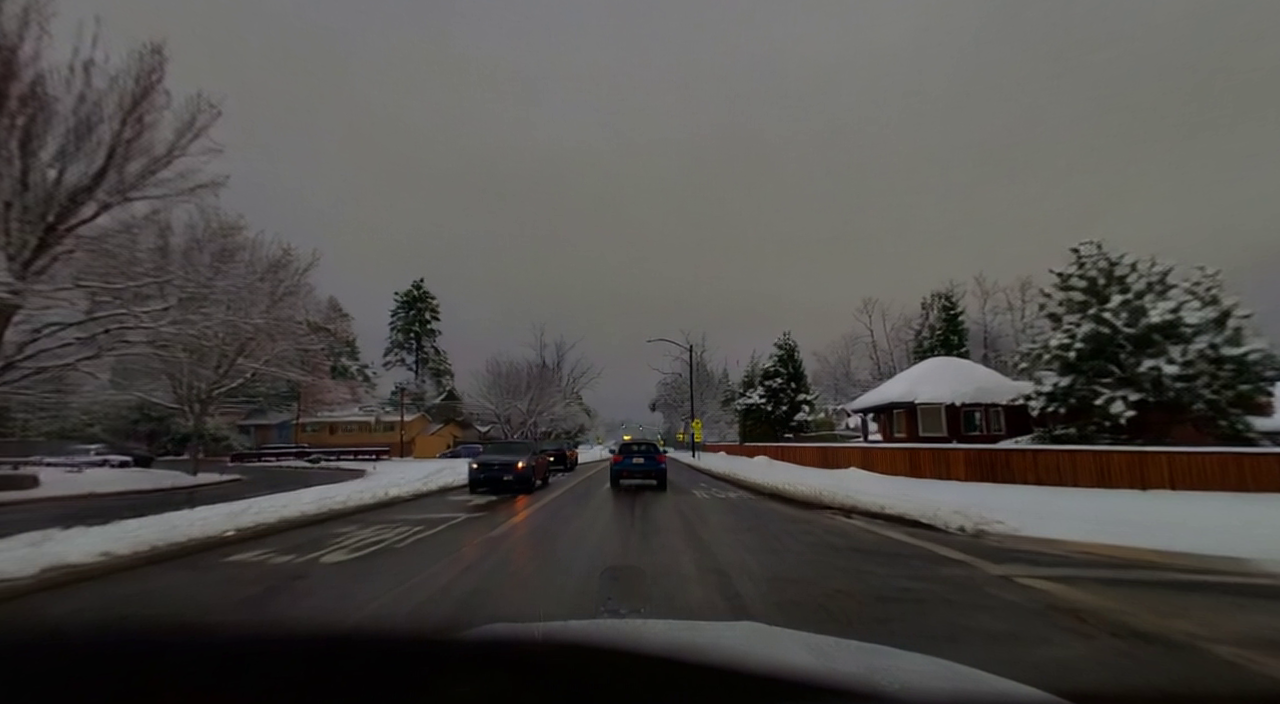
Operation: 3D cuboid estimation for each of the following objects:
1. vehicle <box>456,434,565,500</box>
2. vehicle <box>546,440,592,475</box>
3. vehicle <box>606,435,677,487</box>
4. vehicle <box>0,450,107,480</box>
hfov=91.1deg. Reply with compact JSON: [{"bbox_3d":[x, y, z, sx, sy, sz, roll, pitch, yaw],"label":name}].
[{"bbox_3d":[-3.674,3.324,18.906,2.067,1.546,4.988,3,-7,1],"label":"vehicle"},{"bbox_3d":[-3.382,5.005,30.055,1.986,1.561,3.805,1,-8,-6],"label":"vehicle"},{"bbox_3d":[0.022,3.801,22.237,2.290,1.653,4.127,1,-8,-1],"label":"vehicle"},{"bbox_3d":[-34.380,6.542,36.325,4.724,1.597,2.191,2,-8,-11],"label":"vehicle"}]
